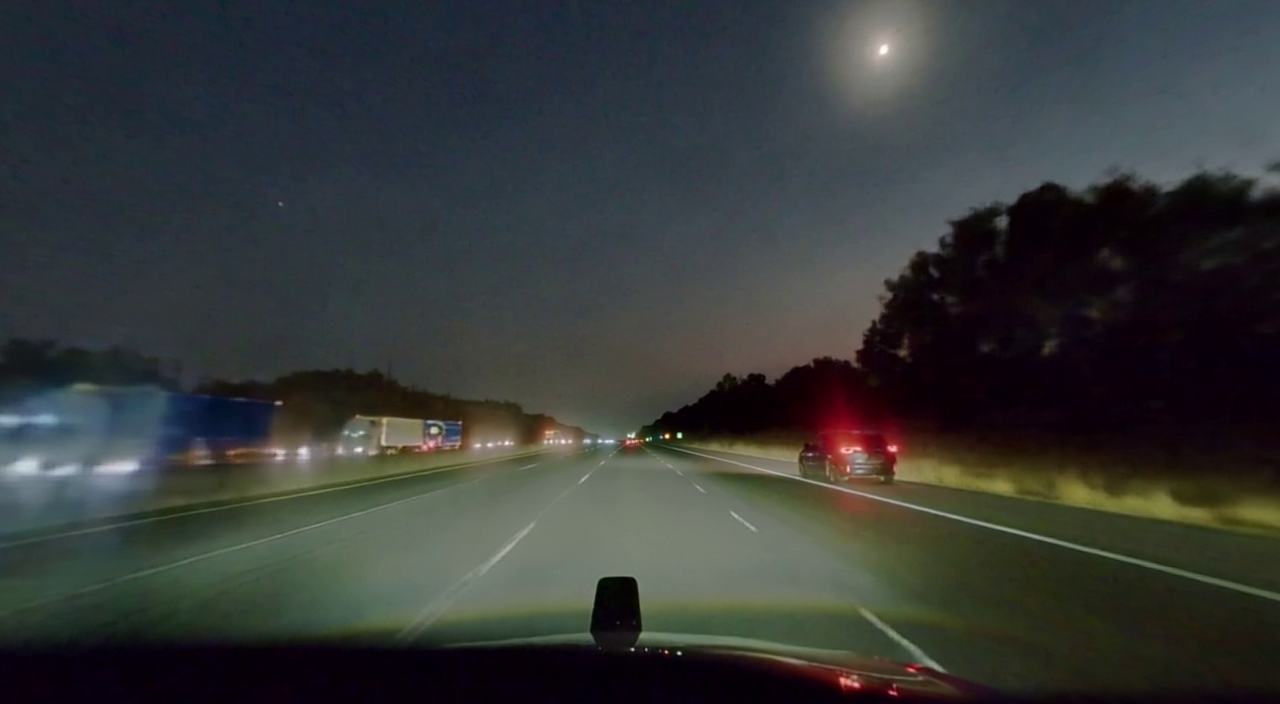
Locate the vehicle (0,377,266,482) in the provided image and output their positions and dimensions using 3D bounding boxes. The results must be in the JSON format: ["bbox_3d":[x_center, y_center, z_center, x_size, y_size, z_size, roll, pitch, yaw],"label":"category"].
[{"bbox_3d":[-23.329,3.722,29.633,3.250,3.781,13.806,0,-8,-1],"label":"vehicle"}]

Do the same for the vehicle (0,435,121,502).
[{"bbox_3d":[-15.444,2.781,15.315,1.920,1.499,4.335,0,-8,-1],"label":"vehicle"}]

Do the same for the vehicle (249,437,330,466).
[{"bbox_3d":[-19.525,5.520,35.257,2.010,1.531,4.504,0,-8,-1],"label":"vehicle"}]
